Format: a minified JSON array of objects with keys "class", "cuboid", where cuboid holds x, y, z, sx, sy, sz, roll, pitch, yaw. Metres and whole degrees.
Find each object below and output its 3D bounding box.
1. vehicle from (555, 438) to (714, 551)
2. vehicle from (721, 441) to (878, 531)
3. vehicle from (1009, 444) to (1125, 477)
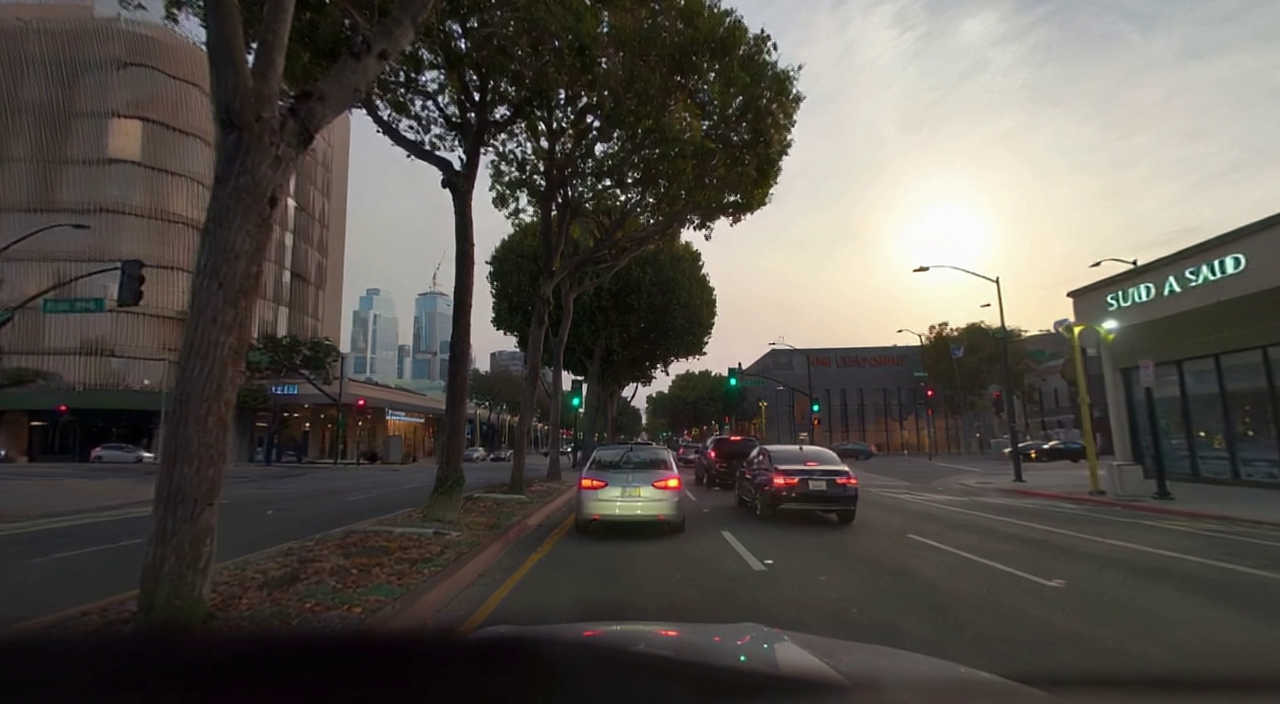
[{"class":"vehicle","cuboid":[-0.117,2.185,10.418,2.087,1.456,4.143,0,-8,-1]},{"class":"vehicle","cuboid":[2.901,2.520,12.533,1.893,1.446,4.270,0,-8,-1]},{"class":"vehicle","cuboid":[22.364,5.681,33.166,4.610,1.622,1.934,-1,-8,4]}]
